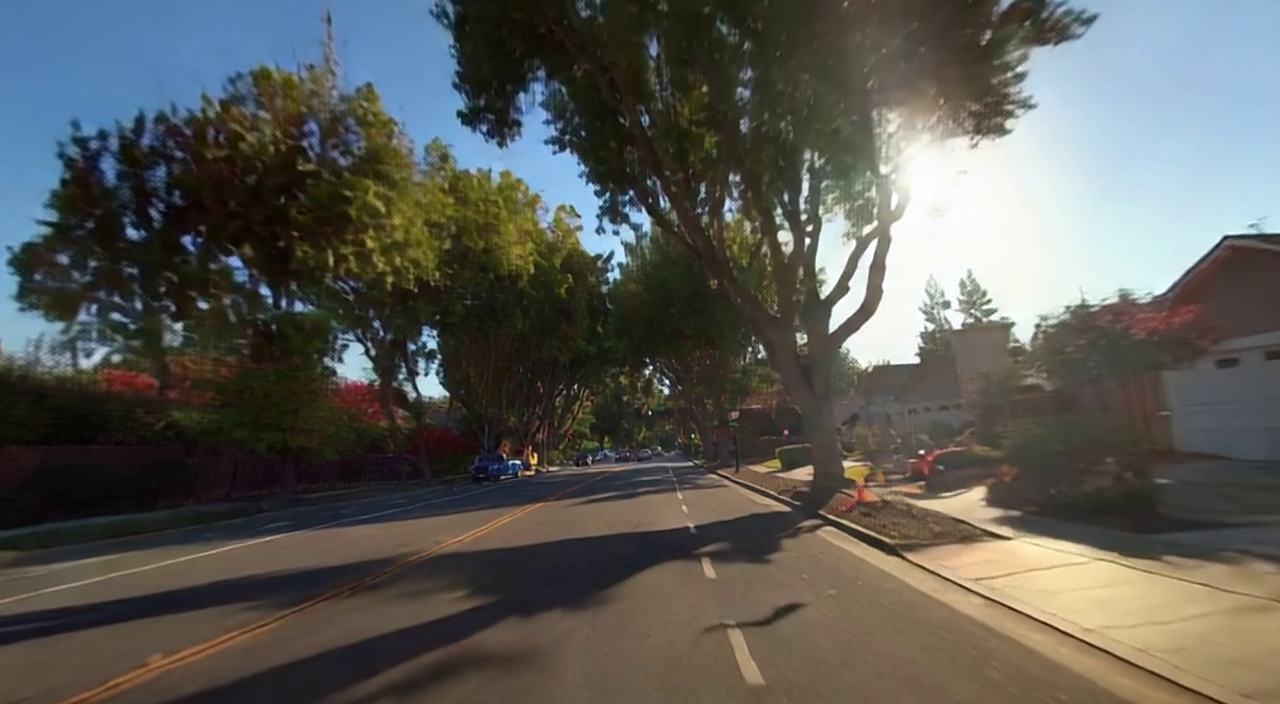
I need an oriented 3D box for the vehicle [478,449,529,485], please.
[{"bbox_3d":[-8.312,6.985,38.699,1.998,1.814,4.559,-4,-7,1],"label":"vehicle"}]
